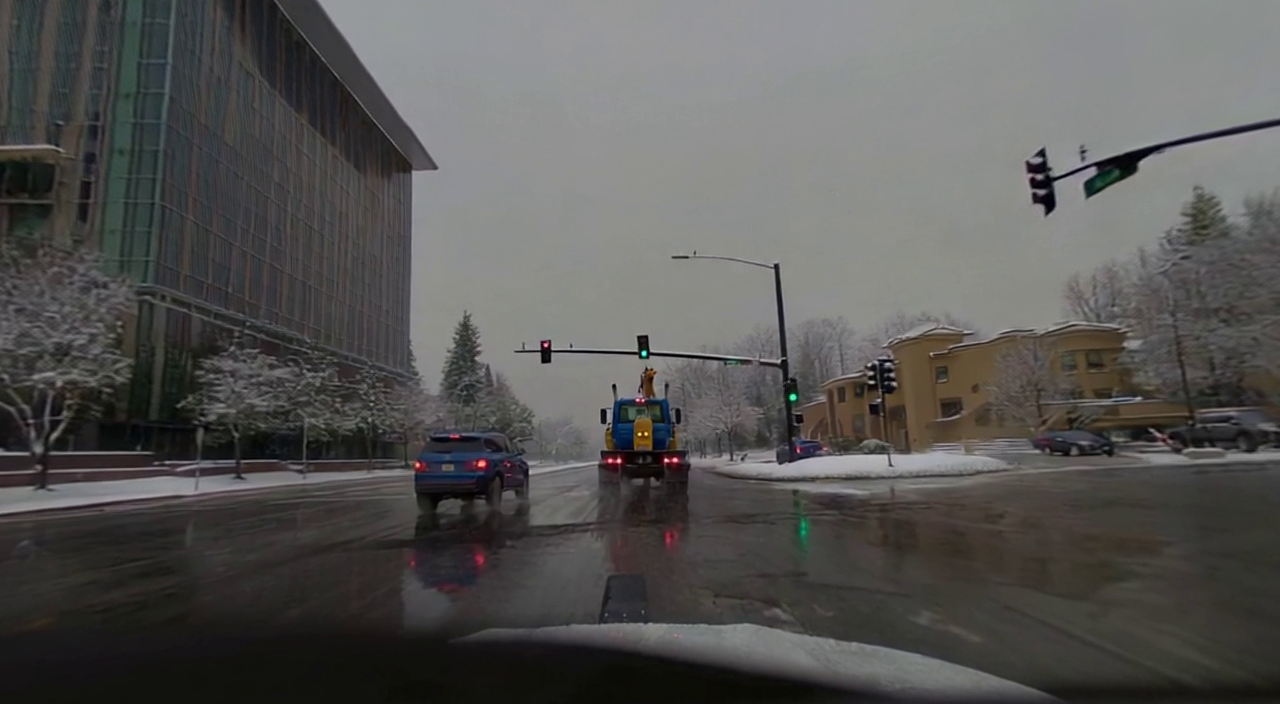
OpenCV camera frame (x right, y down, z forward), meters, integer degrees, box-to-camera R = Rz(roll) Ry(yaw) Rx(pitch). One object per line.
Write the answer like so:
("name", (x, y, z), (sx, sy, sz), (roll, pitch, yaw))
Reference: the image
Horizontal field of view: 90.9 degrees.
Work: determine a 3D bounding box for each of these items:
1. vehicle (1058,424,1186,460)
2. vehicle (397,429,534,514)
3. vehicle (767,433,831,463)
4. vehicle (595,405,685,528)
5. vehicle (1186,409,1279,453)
("vehicle", (20.932, 3.979, 27.626), (1.767, 1.440, 4.261), (1, -9, -10))
("vehicle", (-3.915, 2.764, 15.002), (2.081, 1.688, 4.235), (0, -9, -1))
("vehicle", (10.272, 6.271, 41.233), (2.186, 1.783, 4.716), (0, -9, -10))
("vehicle", (-0.056, 4.103, 23.728), (2.552, 3.461, 11.044), (-1, -9, 0))
("vehicle", (28.259, 3.608, 28.845), (4.772, 1.868, 2.053), (0, -9, -6))
